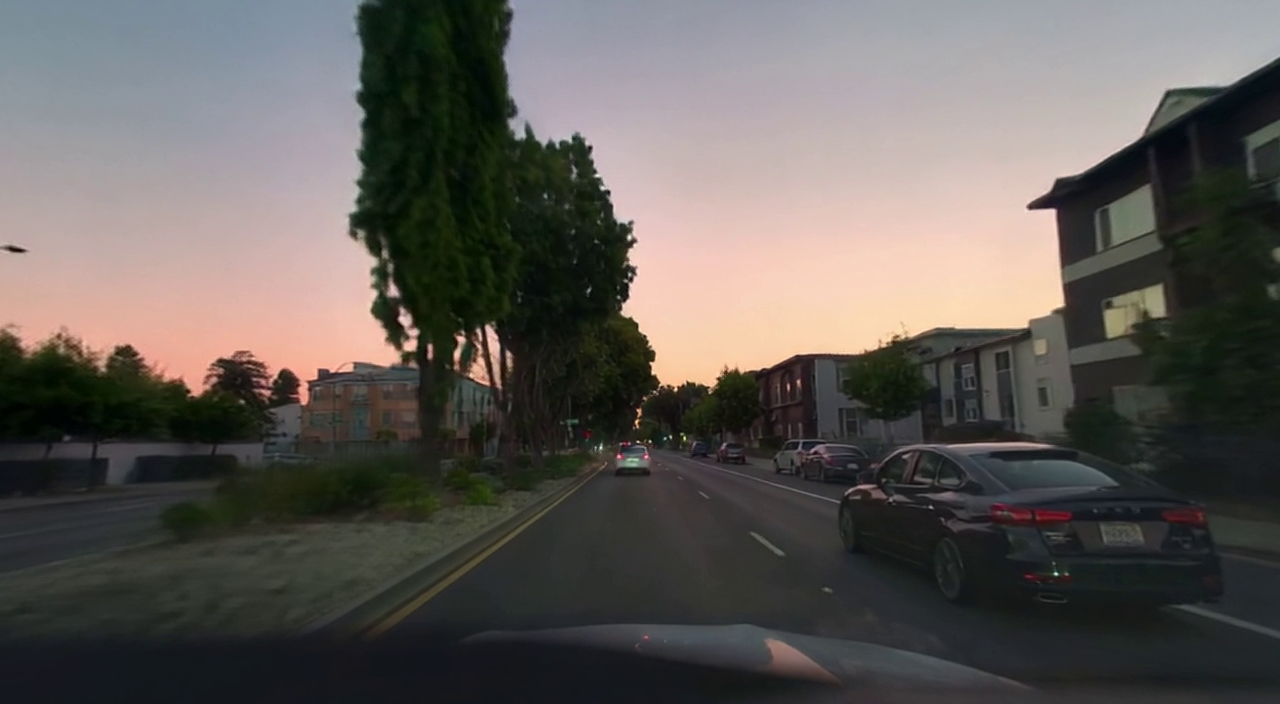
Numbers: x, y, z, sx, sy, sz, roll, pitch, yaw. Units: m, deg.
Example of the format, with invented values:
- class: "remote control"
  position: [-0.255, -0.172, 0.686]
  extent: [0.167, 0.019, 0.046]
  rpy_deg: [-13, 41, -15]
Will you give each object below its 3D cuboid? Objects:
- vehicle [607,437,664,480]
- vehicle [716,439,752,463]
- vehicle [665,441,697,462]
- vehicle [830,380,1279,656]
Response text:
- class: "vehicle"
  position: [-0.175, 4.046, 24.153]
  extent: [2.006, 1.487, 3.535]
  rpy_deg: [0, -9, 0]
- class: "vehicle"
  position: [7.281, 7.745, 49.374]
  extent: [2.115, 1.739, 4.528]
  rpy_deg: [0, -9, -1]
- class: "vehicle"
  position: [3.012, 7.401, 46.943]
  extent: [1.910, 1.474, 4.003]
  rpy_deg: [0, -9, -2]
- class: "vehicle"
  position: [3.478, 1.337, 6.072]
  extent: [1.949, 1.723, 4.020]
  rpy_deg: [0, -9, -1]
